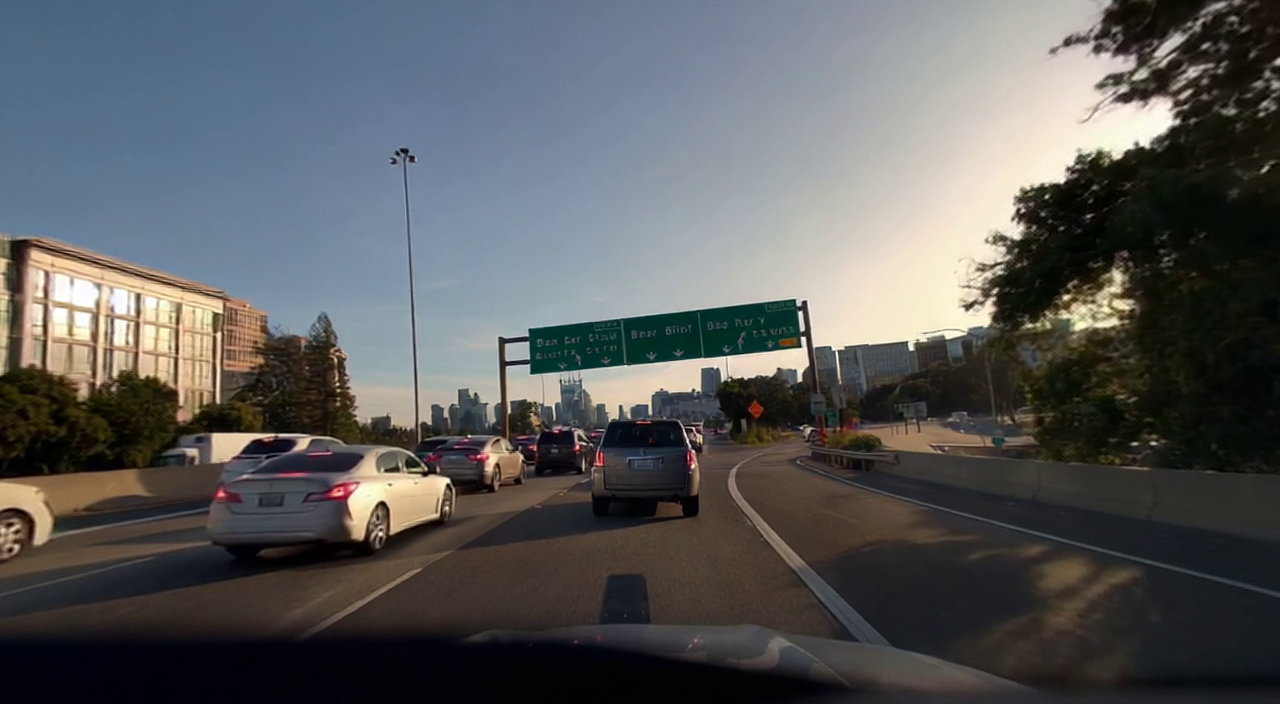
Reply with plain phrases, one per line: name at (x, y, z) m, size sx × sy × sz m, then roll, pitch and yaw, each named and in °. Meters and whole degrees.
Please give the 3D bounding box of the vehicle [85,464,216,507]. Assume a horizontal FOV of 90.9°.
vehicle at (-20.497, 5.575, 26.722) m, size 1.795 × 1.506 × 4.762 m, roll 0°, pitch -9°, yaw -1°

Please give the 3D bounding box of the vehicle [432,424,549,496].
vehicle at (-3.971, 2.973, 17.658) m, size 1.953 × 1.729 × 4.377 m, roll 0°, pitch -9°, yaw 3°

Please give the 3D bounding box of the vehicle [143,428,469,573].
vehicle at (-4.075, 1.867, 8.744) m, size 2.087 × 1.481 × 4.225 m, roll 0°, pitch -9°, yaw 2°

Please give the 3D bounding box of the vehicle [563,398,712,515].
vehicle at (0.033, 2.284, 14.173) m, size 2.616 × 2.063 × 5.933 m, roll 0°, pitch -9°, yaw 1°
